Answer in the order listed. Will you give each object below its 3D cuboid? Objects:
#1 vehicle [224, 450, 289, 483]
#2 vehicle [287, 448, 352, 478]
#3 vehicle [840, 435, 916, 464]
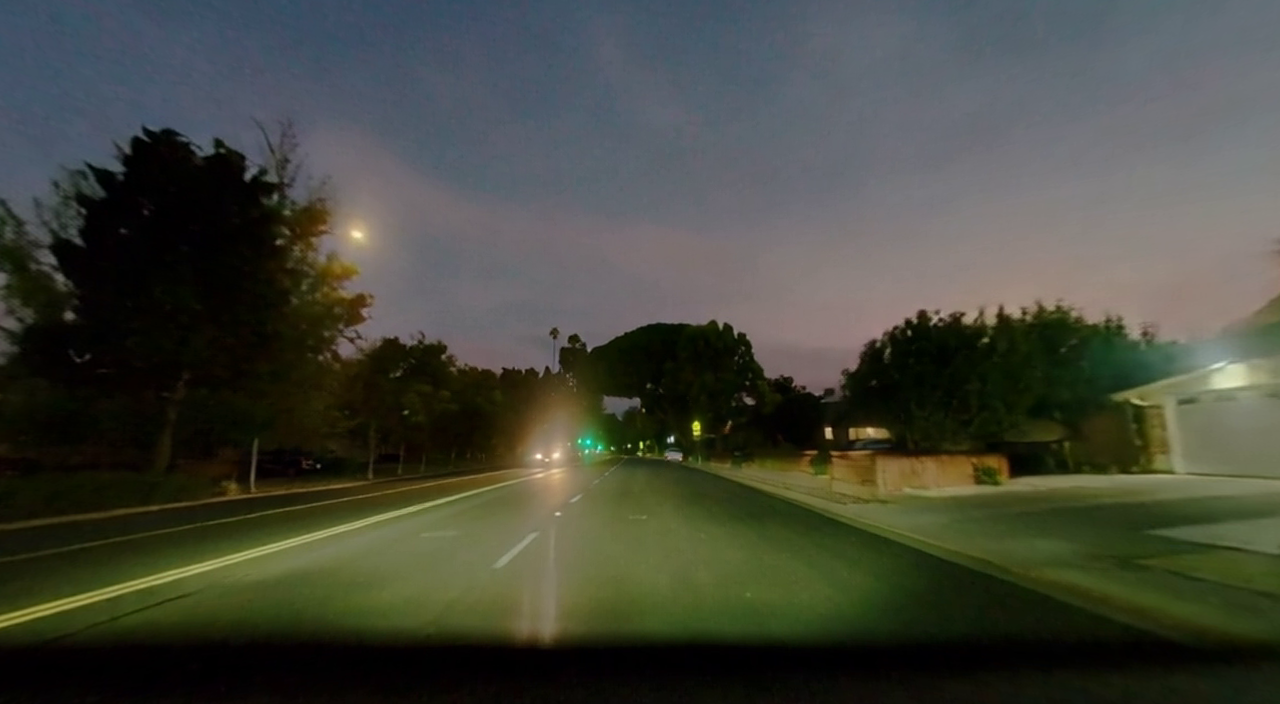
[{"bbox_3d":[-22.628,6.661,37.228,2.253,1.768,4.266,7,-12,-43],"label":"vehicle"},{"bbox_3d":[-22.968,7.861,45.201,5.429,1.949,2.437,-9,-12,44],"label":"vehicle"},{"bbox_3d":[15.216,6.256,40.328,4.362,1.702,2.333,7,-12,-33],"label":"vehicle"}]
